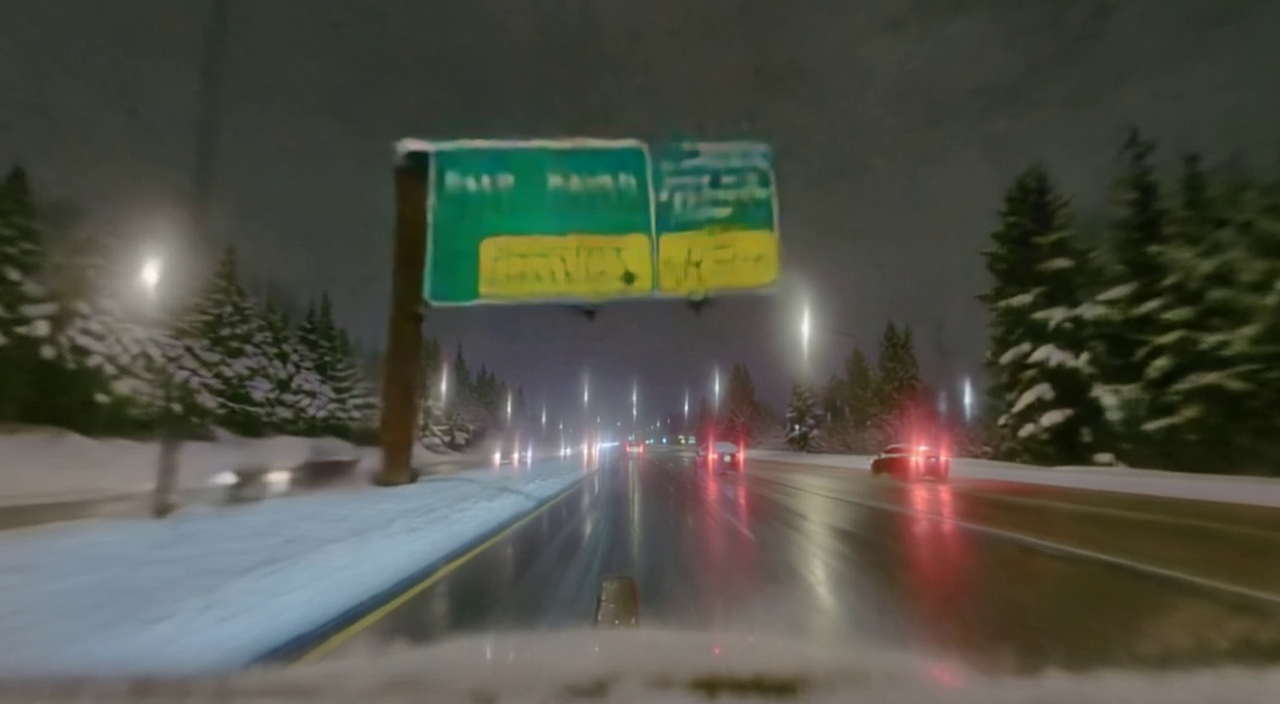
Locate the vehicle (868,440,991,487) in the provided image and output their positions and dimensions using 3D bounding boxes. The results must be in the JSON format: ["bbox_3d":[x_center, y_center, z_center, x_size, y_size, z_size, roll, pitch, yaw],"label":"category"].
[{"bbox_3d":[10.321,4.010,23.073,1.987,1.502,5.130,0,-9,-1],"label":"vehicle"}]

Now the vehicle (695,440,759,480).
[{"bbox_3d":[3.660,4.648,27.396,2.018,1.600,4.121,0,-9,-2],"label":"vehicle"}]

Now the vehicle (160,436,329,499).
[{"bbox_3d":[-11.308,3.322,18.560,2.001,1.604,4.568,0,-9,0],"label":"vehicle"}]
